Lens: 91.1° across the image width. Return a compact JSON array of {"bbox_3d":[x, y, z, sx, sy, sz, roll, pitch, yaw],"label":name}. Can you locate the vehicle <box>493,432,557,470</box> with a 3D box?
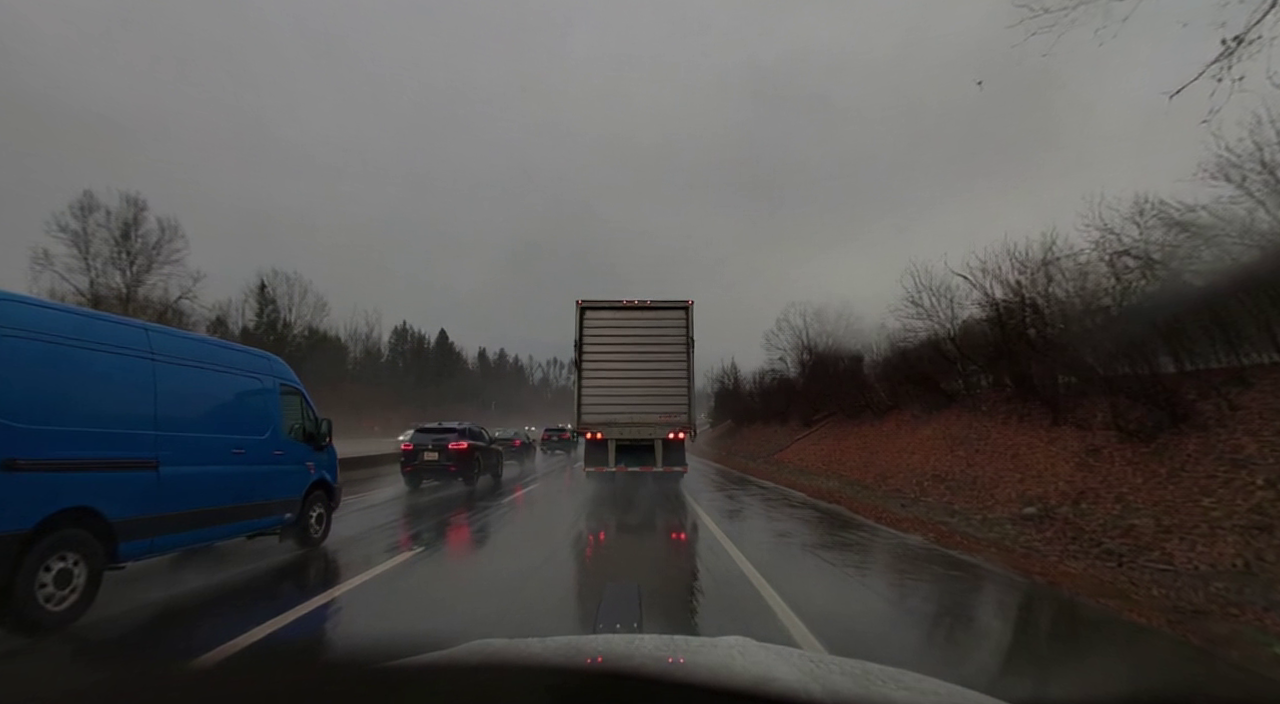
[{"bbox_3d":[-4.903,4.274,27.480,1.931,1.539,4.441,0,-8,0],"label":"vehicle"}]

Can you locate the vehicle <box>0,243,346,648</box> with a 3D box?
[{"bbox_3d":[-5.257,0.829,5.736,2.478,2.515,5.438,0,-8,0],"label":"vehicle"}]

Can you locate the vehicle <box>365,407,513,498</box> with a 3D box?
[{"bbox_3d":[-4.921,2.550,16.321,2.168,1.985,4.952,0,-8,0],"label":"vehicle"}]

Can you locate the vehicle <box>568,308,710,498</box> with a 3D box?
[{"bbox_3d":[-0.040,1.724,18.385,2.953,4.041,10.072,0,-8,0],"label":"vehicle"}]
